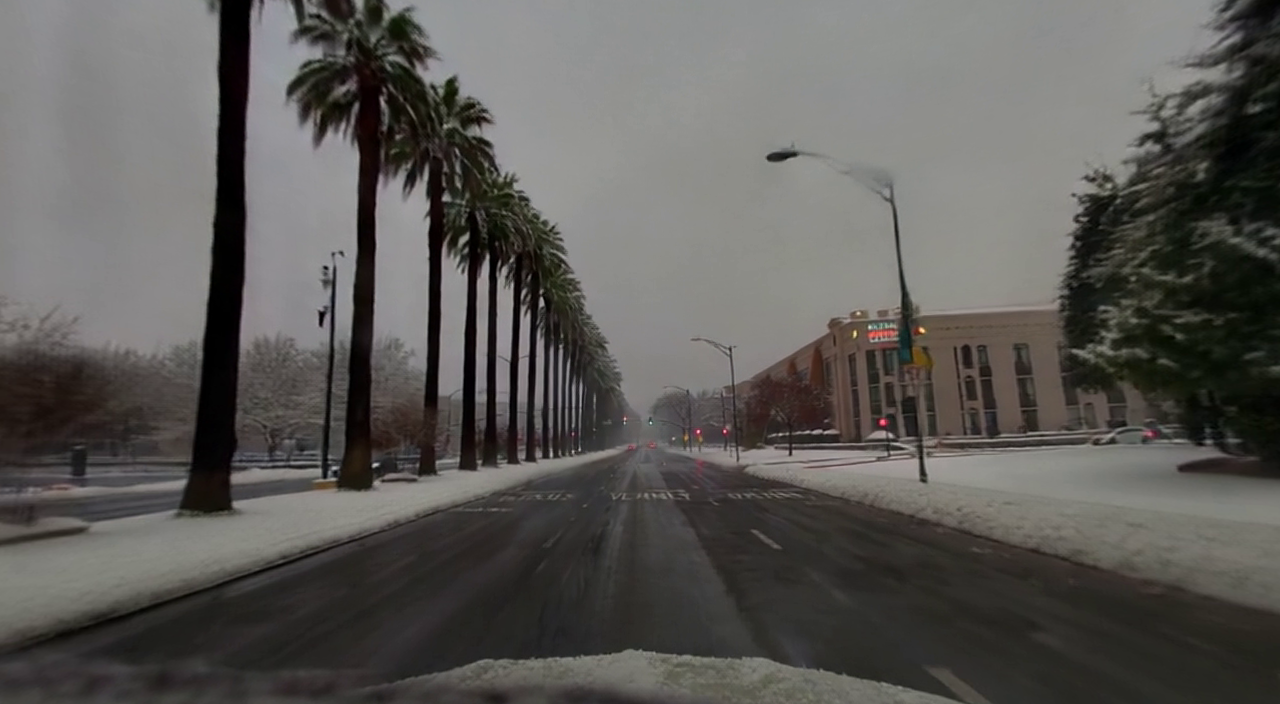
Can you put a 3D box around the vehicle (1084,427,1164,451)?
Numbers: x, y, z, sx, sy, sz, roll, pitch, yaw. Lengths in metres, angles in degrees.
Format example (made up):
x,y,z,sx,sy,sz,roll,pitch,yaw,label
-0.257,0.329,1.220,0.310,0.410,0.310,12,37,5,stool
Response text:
x,y,z,sx,sy,sz,roll,pitch,yaw,label
34.517,6.265,45.161,1.820,1.571,4.697,0,-9,-3,vehicle
